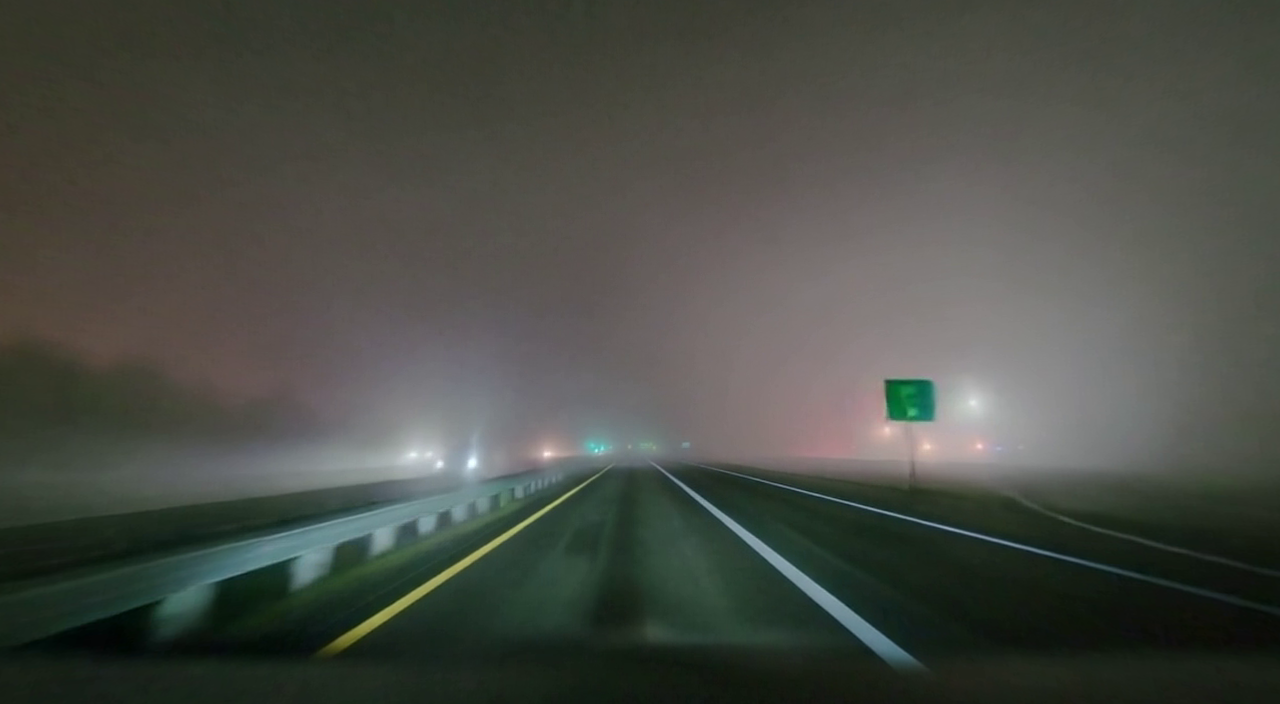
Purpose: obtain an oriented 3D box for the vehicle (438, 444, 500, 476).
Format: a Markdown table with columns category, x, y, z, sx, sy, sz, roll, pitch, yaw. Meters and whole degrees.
| category | x | y | z | sx | sy | sz | roll | pitch | yaw |
| --- | --- | --- | --- | --- | --- | --- | --- | --- | --- |
| vehicle | -8.667 | 5.503 | 32.366 | 2.003 | 1.535 | 4.230 | 0 | -9 | 0 |
